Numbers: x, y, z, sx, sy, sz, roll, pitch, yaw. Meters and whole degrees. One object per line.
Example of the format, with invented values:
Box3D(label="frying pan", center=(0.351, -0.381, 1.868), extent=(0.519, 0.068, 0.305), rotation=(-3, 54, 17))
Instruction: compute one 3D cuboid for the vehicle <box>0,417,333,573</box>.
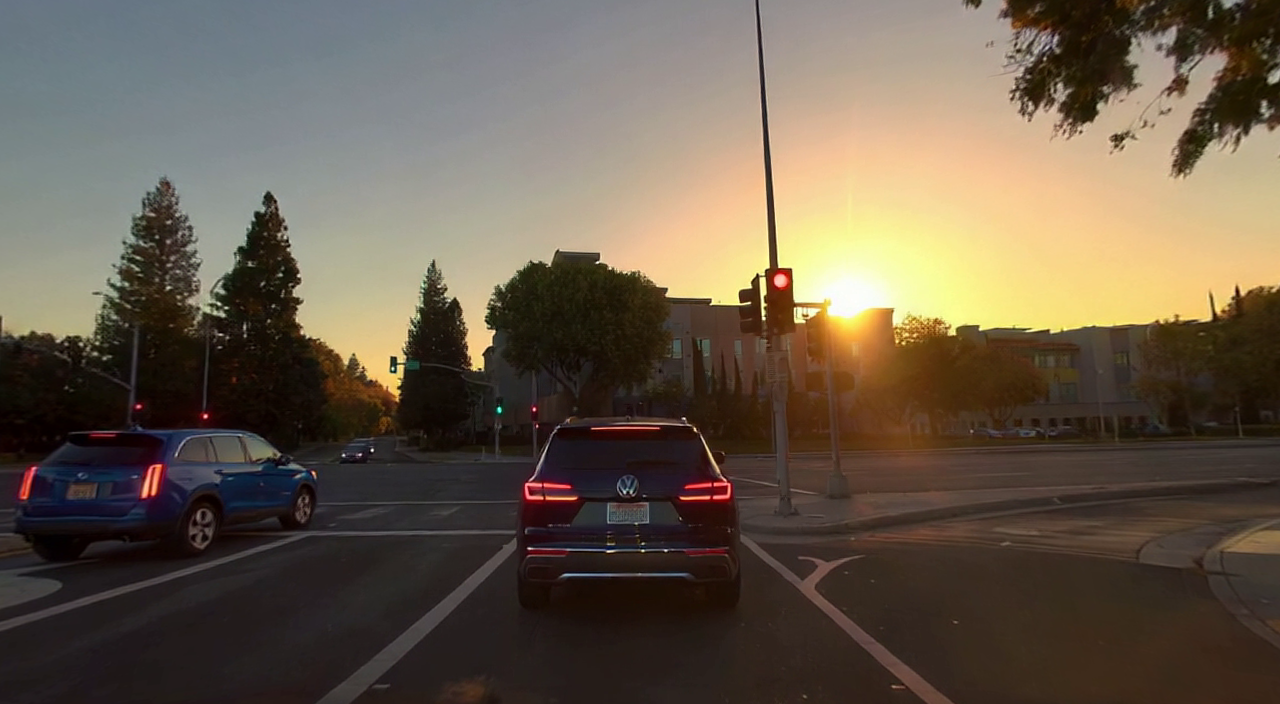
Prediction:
Box3D(label="vehicle", center=(-6.405, 1.900, 9.133), extent=(2.020, 1.695, 4.187), rotation=(1, -9, -5))

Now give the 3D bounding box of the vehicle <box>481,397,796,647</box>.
Box3D(label="vehicle", center=(-0.157, 1.458, 6.445), extent=(2.154, 1.670, 4.140), rotation=(1, -9, -5))
